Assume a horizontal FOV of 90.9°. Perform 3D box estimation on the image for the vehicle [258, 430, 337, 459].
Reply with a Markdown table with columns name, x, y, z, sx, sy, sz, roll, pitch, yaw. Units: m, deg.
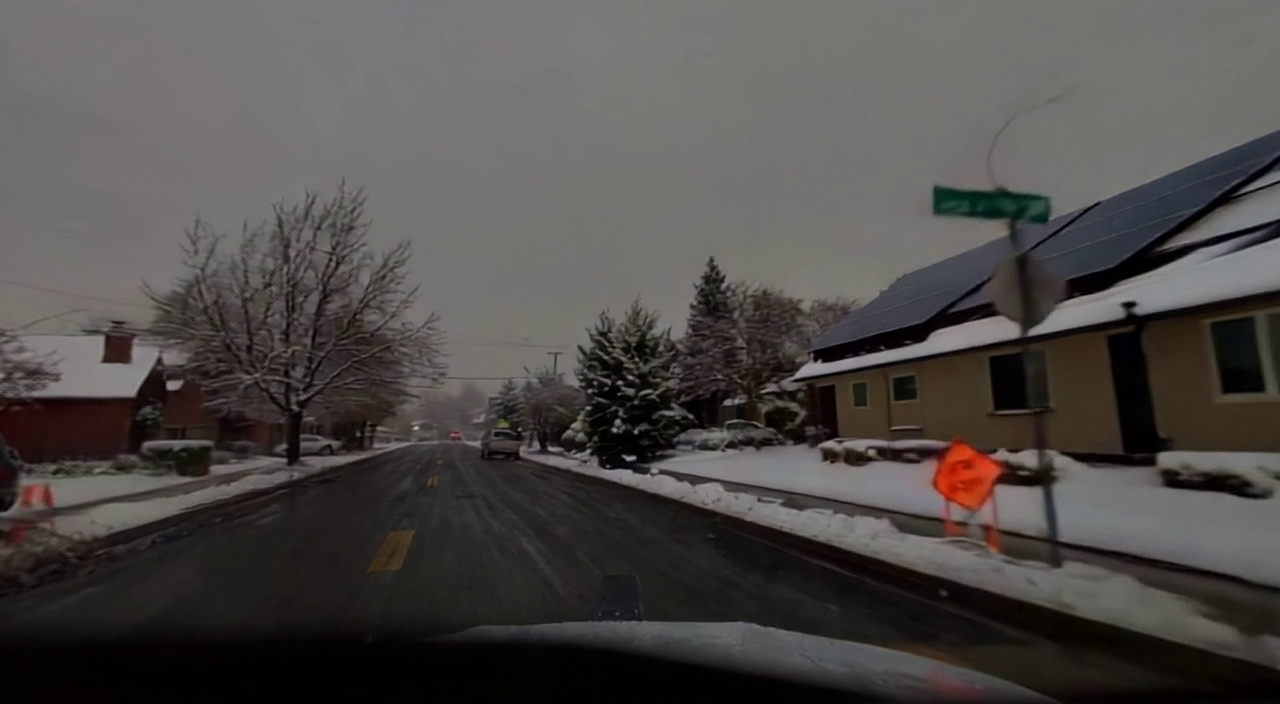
| name | x | y | z | sx | sy | sz | roll | pitch | yaw |
| --- | --- | --- | --- | --- | --- | --- | --- | --- | --- |
| vehicle | -23.134 | 6.273 | 42.729 | 4.205 | 1.745 | 2.121 | 0 | -11 | -11 |

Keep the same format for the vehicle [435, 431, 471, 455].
| name | x | y | z | sx | sy | sz | roll | pitch | yaw |
| --- | --- | --- | --- | --- | --- | --- | --- | --- | --- |
| vehicle | -14.316 | 6.958 | 48.397 | 2.050 | 1.742 | 4.197 | 1 | -8 | -10 |

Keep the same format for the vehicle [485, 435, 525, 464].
| name | x | y | z | sx | sy | sz | roll | pitch | yaw |
| --- | --- | --- | --- | --- | --- | --- | --- | --- | --- |
| vehicle | -7.550 | 5.388 | 34.990 | 1.998 | 1.494 | 3.927 | 2 | -8 | -14 |
